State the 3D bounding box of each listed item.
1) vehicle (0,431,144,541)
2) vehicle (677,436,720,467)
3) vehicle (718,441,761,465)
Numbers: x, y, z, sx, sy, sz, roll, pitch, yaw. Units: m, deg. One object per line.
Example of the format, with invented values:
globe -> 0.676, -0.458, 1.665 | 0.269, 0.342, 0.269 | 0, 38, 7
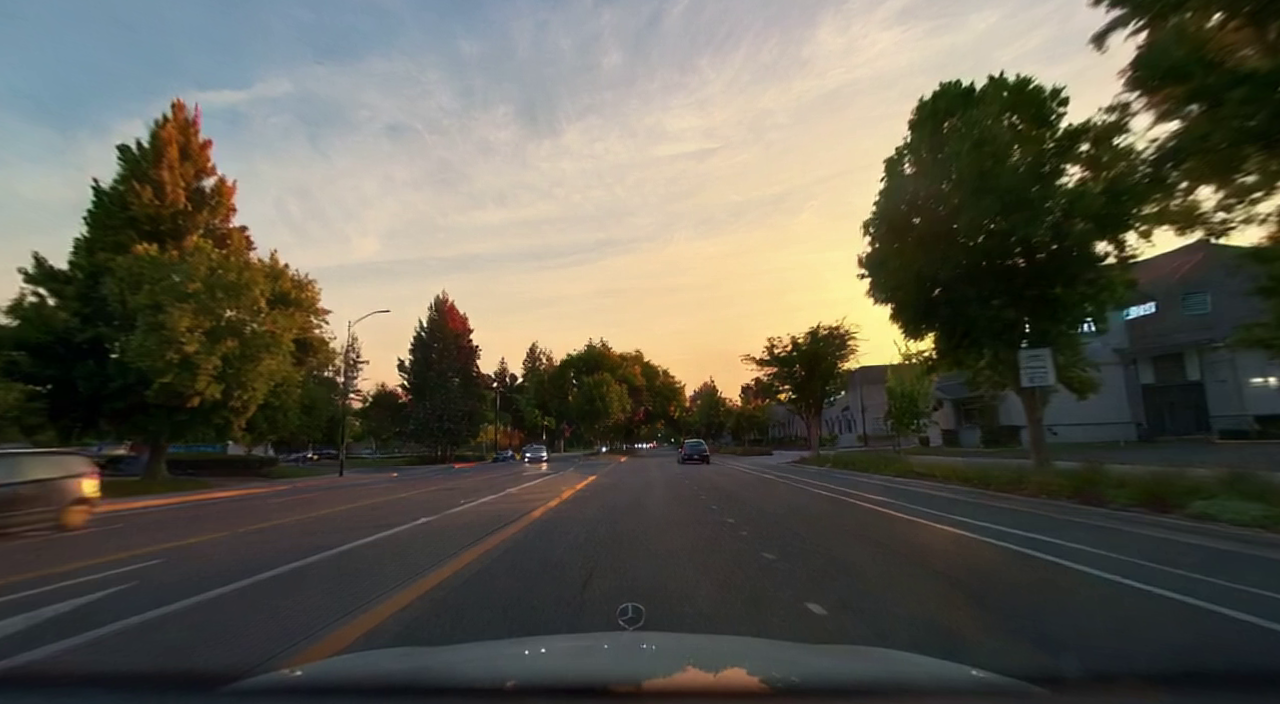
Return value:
vehicle -> -12.043, 2.415, 11.529 | 1.998, 1.870, 4.747 | 0, -8, 1
vehicle -> 3.506, 6.073, 38.538 | 2.143, 1.759, 4.378 | 0, -8, -1
vehicle -> 6.715, 6.855, 42.840 | 2.100, 1.491, 4.563 | 0, -8, -1
